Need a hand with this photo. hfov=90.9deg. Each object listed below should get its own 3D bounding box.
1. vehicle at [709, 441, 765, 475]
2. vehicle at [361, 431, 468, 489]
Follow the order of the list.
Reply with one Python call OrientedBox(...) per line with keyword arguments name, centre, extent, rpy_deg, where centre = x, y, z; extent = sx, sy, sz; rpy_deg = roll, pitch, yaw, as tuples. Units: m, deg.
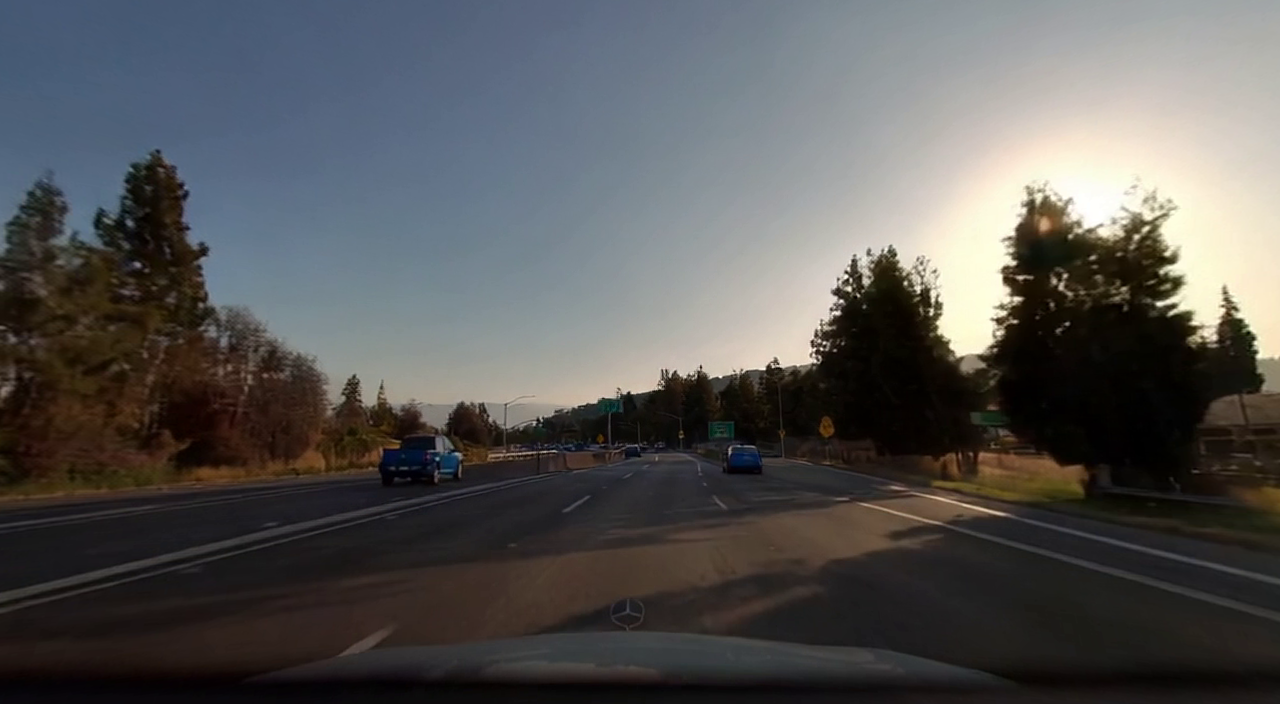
OrientedBox(name="vehicle", centre=(4.531, 5.032, 30.120), extent=(2.100, 1.472, 4.533), rpy_deg=(0, -8, 2))
OrientedBox(name="vehicle", centre=(-7.989, 3.866, 22.934), extent=(2.122, 1.847, 4.696), rpy_deg=(0, -8, 0))
